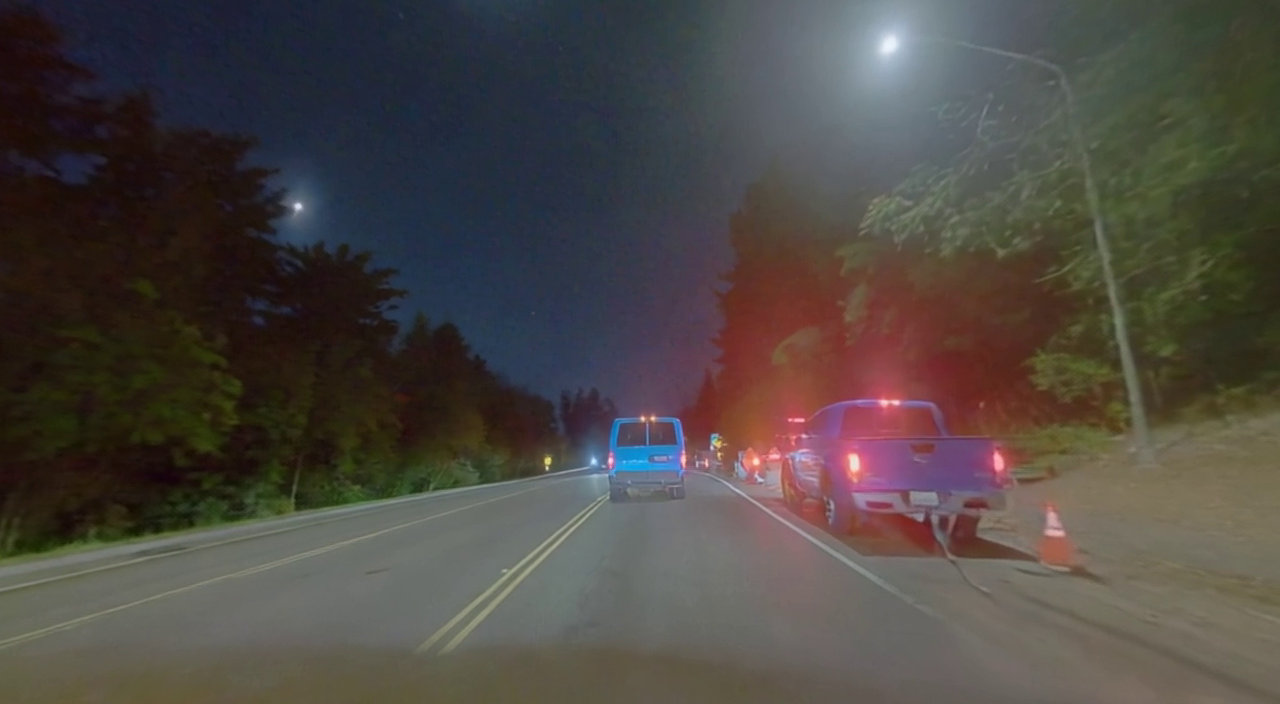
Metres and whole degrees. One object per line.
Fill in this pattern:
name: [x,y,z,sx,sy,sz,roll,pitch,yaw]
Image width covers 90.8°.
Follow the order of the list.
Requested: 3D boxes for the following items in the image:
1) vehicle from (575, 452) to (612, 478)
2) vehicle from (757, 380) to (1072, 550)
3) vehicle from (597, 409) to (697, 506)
vehicle: [-3.444,8.464,47.612,2.230,1.842,5.014,0,-8,1]
vehicle: [4.006,1.934,11.542,2.833,2.033,7.668,0,-9,4]
vehicle: [0.343,2.847,17.355,2.362,2.247,4.892,-1,-9,4]
